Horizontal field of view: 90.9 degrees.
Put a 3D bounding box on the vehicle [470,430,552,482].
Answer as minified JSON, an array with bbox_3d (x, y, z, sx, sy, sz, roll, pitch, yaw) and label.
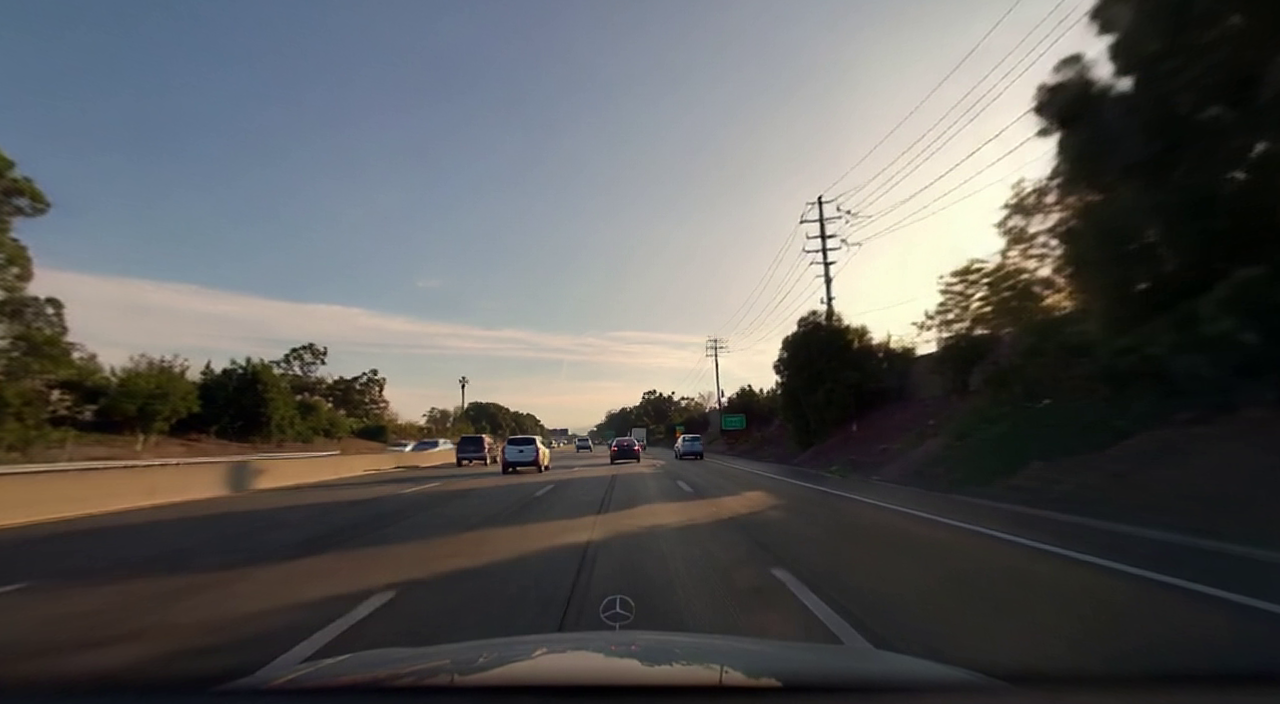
[{"bbox_3d":[-4.335,3.543,21.910,1.901,1.601,4.610,0,-8,0],"label":"vehicle"}]

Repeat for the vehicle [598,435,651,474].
[{"bbox_3d":[-0.633,4.229,26.382,2.086,1.488,3.440,0,-8,-1],"label":"vehicle"}]

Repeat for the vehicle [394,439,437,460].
[{"bbox_3d":[-16.739,7.271,47.218,1.758,1.403,3.972,0,-8,-1],"label":"vehicle"}]

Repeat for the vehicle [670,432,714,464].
[{"bbox_3d":[2.907,5.430,35.928,1.950,1.695,4.446,0,-8,-2],"label":"vehicle"}]
